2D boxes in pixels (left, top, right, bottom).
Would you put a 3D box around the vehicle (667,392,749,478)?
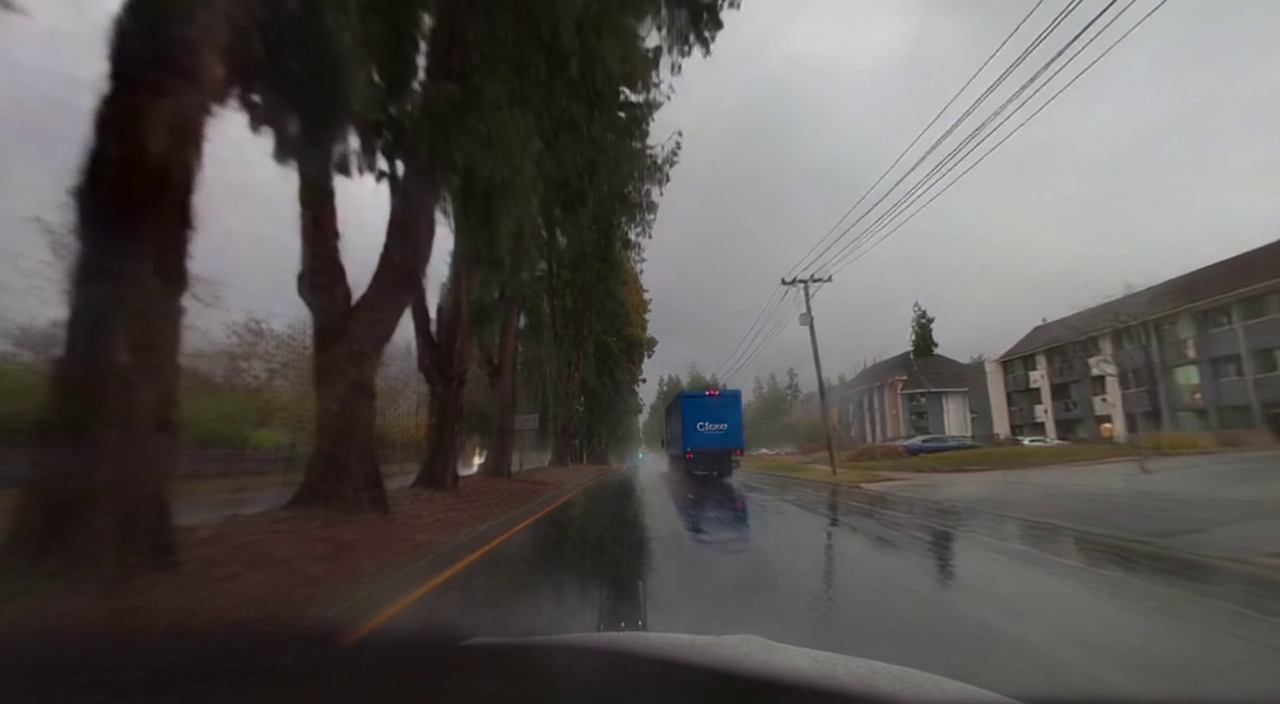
[{"bbox_3d":[3.225,4.381,32.714,2.973,3.848,9.336,0,-8,-2],"label":"vehicle"}]
